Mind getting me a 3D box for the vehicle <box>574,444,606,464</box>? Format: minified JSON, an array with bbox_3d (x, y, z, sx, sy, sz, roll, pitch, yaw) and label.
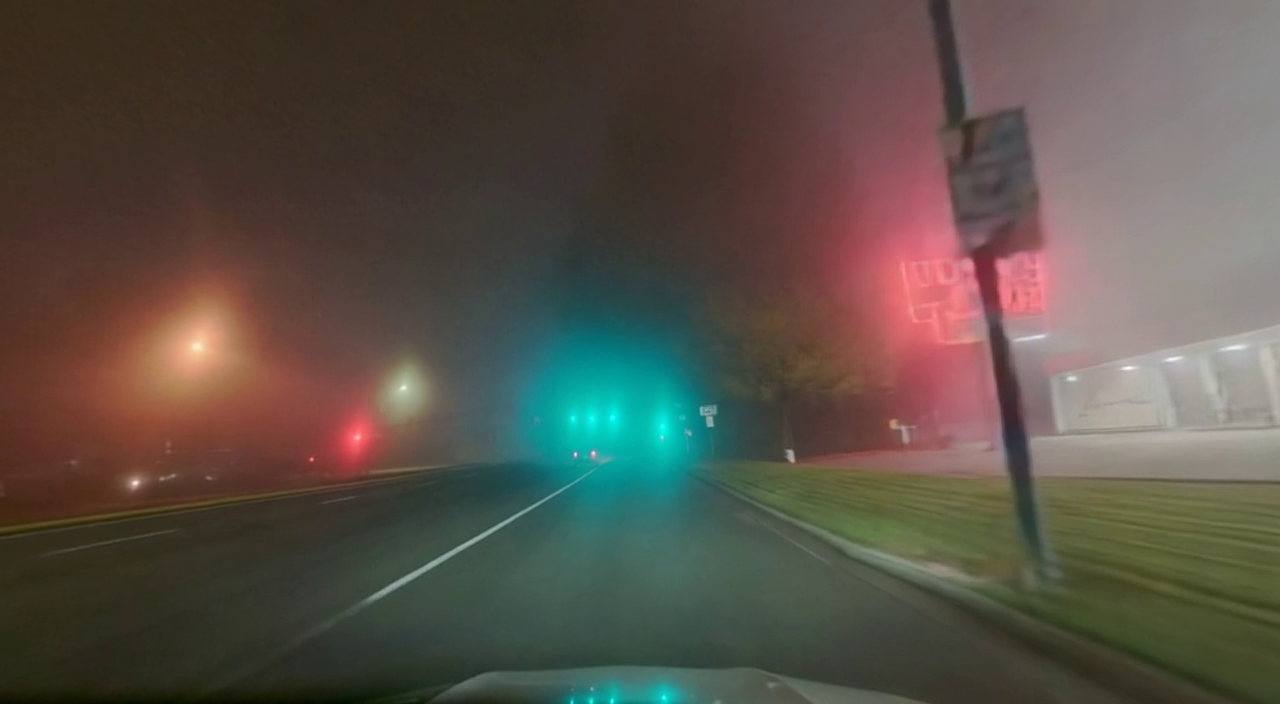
[{"bbox_3d":[-3.813,7.874,48.885,2.054,1.449,4.772,0,-8,1],"label":"vehicle"}]
